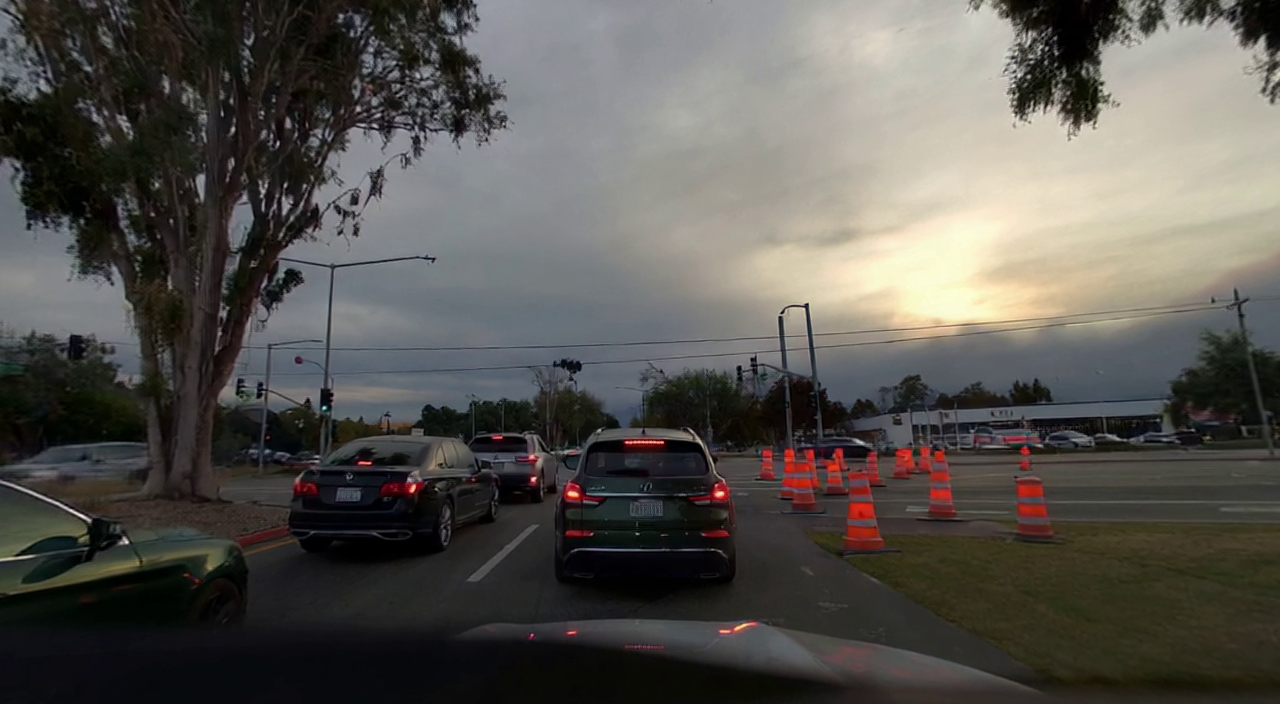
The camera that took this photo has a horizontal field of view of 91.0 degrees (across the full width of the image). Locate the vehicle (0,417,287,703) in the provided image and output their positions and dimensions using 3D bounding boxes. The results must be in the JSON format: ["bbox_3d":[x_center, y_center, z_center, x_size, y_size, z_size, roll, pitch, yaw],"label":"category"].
[{"bbox_3d":[-3.591,0.950,2.143,1.964,1.497,4.722,0,-9,1],"label":"vehicle"}]

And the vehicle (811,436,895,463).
[{"bbox_3d":[13.809,6.363,41.053,4.805,1.688,1.923,-2,-9,7],"label":"vehicle"}]

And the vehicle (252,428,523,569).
[{"bbox_3d":[-3.277,1.997,9.447,1.989,1.541,4.626,0,-9,2],"label":"vehicle"}]

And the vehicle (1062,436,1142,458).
[{"bbox_3d":[36.624,7.559,49.997,4.791,1.635,1.857,0,-9,1],"label":"vehicle"}]

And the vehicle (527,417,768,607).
[{"bbox_3d":[0.103,1.627,7.211,2.021,1.560,3.676,0,-9,1],"label":"vehicle"}]

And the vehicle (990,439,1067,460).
[{"bbox_3d":[29.070,7.327,47.232,4.581,1.480,1.752,1,-9,0],"label":"vehicle"}]
